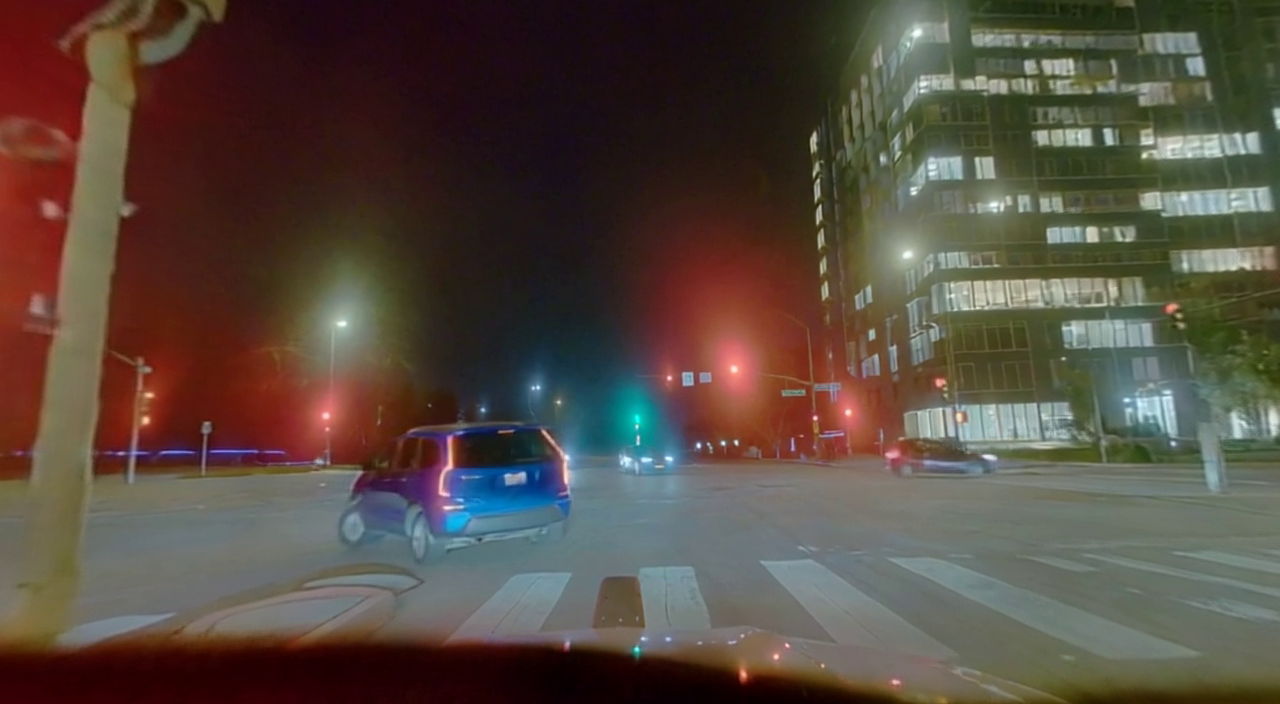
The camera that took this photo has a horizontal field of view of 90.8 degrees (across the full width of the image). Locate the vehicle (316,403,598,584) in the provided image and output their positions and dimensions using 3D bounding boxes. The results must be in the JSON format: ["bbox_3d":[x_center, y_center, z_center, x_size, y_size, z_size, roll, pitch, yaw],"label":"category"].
[{"bbox_3d":[-2.648,1.747,8.605,2.085,1.807,4.038,7,-11,-41],"label":"vehicle"}]

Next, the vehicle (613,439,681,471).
[{"bbox_3d":[0.311,5.768,35.552,1.998,1.674,4.652,4,-9,-24],"label":"vehicle"}]

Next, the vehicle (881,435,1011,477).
[{"bbox_3d":[12.443,4.235,25.922,4.529,1.604,2.130,-4,-9,25],"label":"vehicle"}]
